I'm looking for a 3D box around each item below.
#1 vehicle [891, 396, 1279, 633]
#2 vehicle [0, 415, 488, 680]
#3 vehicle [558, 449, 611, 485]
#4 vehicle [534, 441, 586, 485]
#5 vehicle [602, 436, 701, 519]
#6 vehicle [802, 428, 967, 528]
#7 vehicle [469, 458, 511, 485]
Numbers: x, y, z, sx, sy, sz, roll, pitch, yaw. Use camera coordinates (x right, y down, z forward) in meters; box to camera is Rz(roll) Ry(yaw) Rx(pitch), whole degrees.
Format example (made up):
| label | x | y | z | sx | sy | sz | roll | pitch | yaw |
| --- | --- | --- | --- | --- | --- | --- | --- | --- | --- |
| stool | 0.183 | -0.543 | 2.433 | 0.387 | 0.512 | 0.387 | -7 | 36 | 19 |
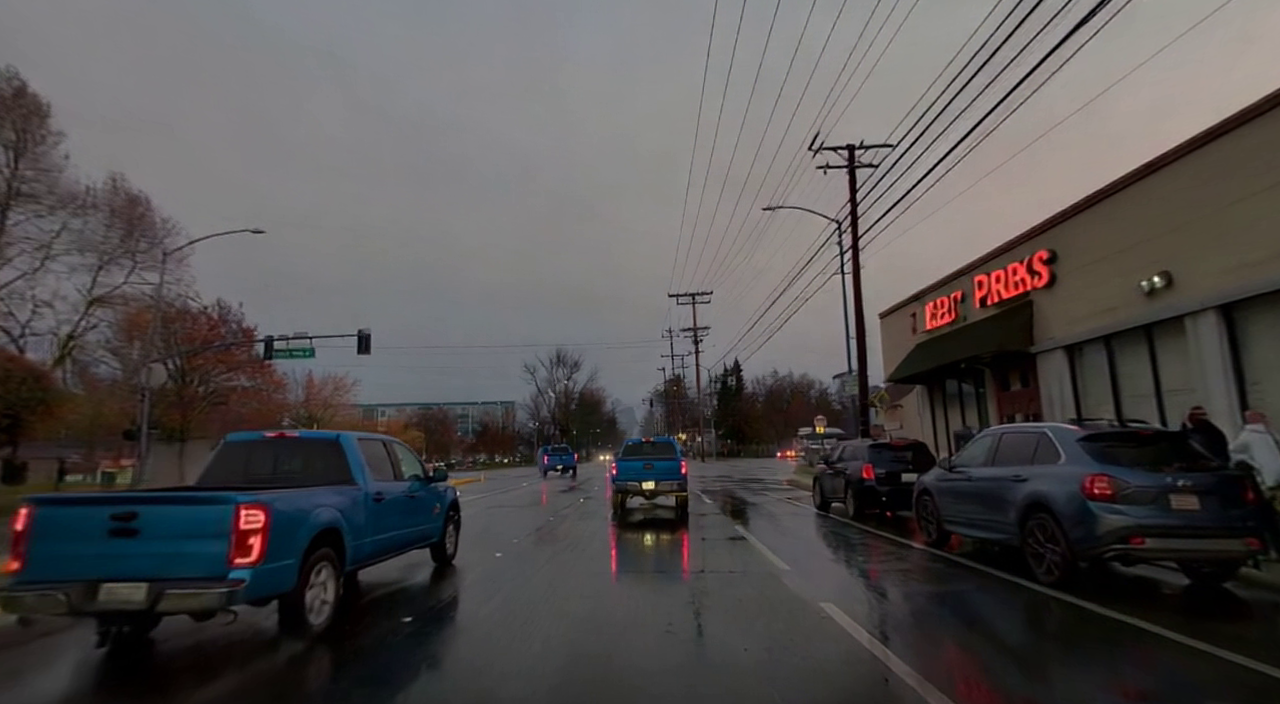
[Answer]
| label | x | y | z | sx | sy | sz | roll | pitch | yaw |
| --- | --- | --- | --- | --- | --- | --- | --- | --- | --- |
| vehicle | 4.912 | 1.608 | 7.296 | 2.007 | 1.786 | 4.870 | 0 | -9 | 0 |
| vehicle | -3.139 | 1.518 | 6.149 | 1.995 | 1.554 | 4.618 | 0 | -9 | 2 |
| vehicle | -2.931 | 6.225 | 34.453 | 2.140 | 1.768 | 5.092 | 0 | -9 | 3 |
| vehicle | -5.759 | 8.087 | 46.456 | 2.619 | 2.948 | 7.193 | 0 | -9 | 2 |
| vehicle | 0.445 | 3.001 | 15.659 | 2.089 | 1.699 | 4.650 | 0 | -9 | 5 |
| vehicle | 5.120 | 2.674 | 13.986 | 1.974 | 1.823 | 4.576 | 0 | -9 | 2 |
| vehicle | -11.739 | 9.393 | 49.721 | 2.081 | 1.925 | 5.632 | 0 | -9 | -1 |
